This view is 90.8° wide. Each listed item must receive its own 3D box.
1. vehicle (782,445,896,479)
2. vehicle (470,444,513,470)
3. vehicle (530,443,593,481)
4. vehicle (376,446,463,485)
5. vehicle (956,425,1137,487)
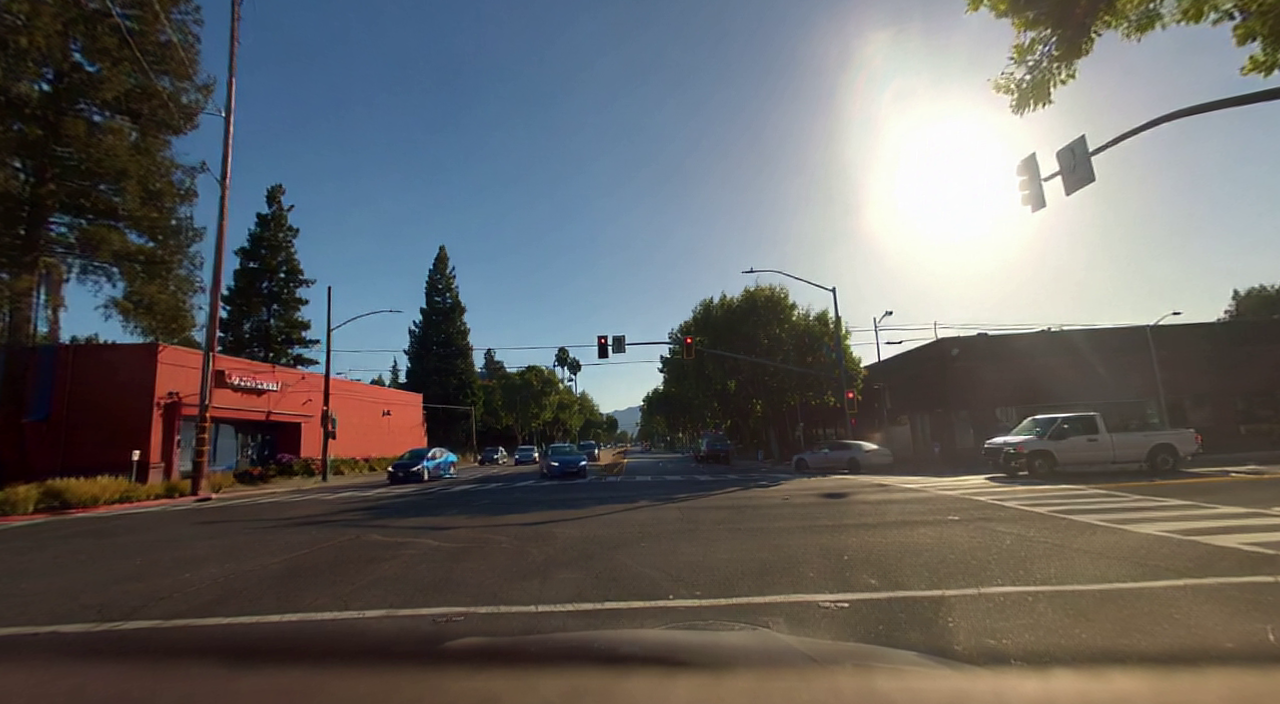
[{"bbox_3d":[9.204,5.056,29.319,4.828,1.453,1.919,-3,-9,19],"label":"vehicle"},{"bbox_3d":[-8.978,6.362,38.494,1.779,1.460,4.463,1,-9,-4],"label":"vehicle"},{"bbox_3d":[-3.305,4.434,25.832,1.846,1.416,4.228,2,-9,-17],"label":"vehicle"},{"bbox_3d":[-8.920,4.617,26.009,2.024,1.460,4.381,0,-9,0],"label":"vehicle"},{"bbox_3d":[14.856,3.773,23.126,5.910,2.046,2.228,3,-9,-19],"label":"vehicle"}]
